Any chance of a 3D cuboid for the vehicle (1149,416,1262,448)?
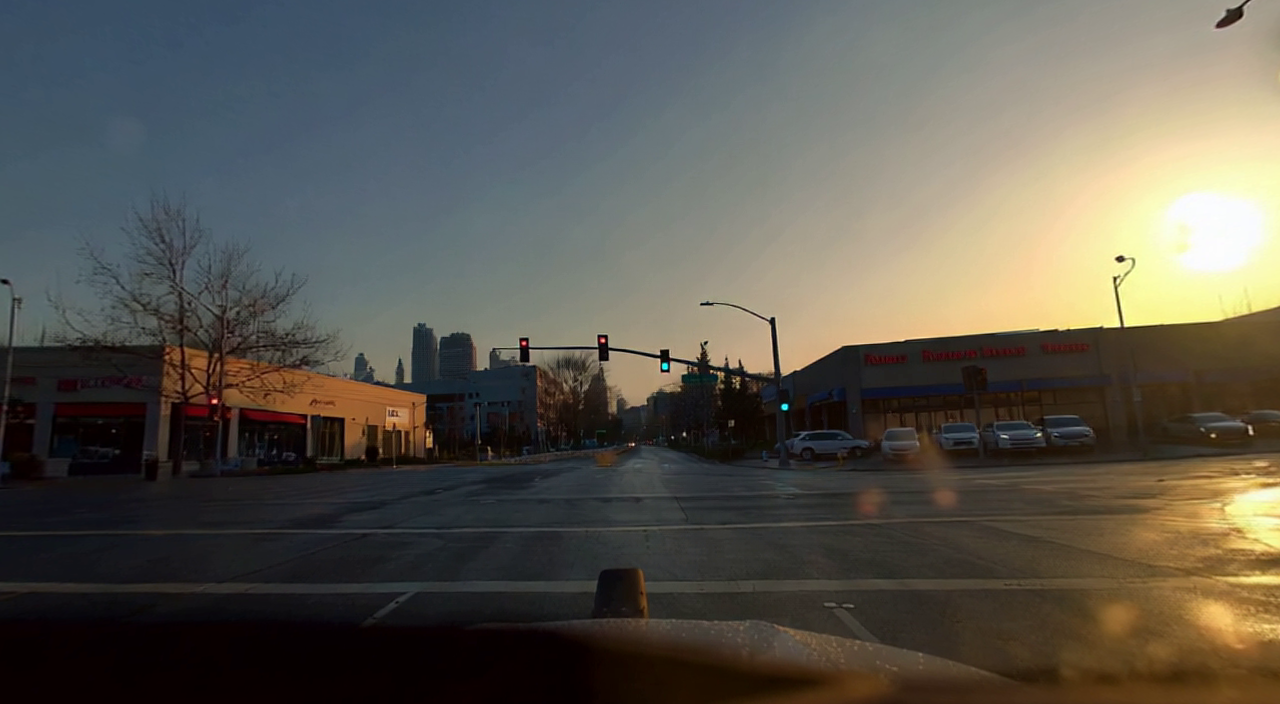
[{"bbox_3d":[28.280,4.074,31.723,1.799,1.459,4.266,0,-8,3],"label":"vehicle"}]
